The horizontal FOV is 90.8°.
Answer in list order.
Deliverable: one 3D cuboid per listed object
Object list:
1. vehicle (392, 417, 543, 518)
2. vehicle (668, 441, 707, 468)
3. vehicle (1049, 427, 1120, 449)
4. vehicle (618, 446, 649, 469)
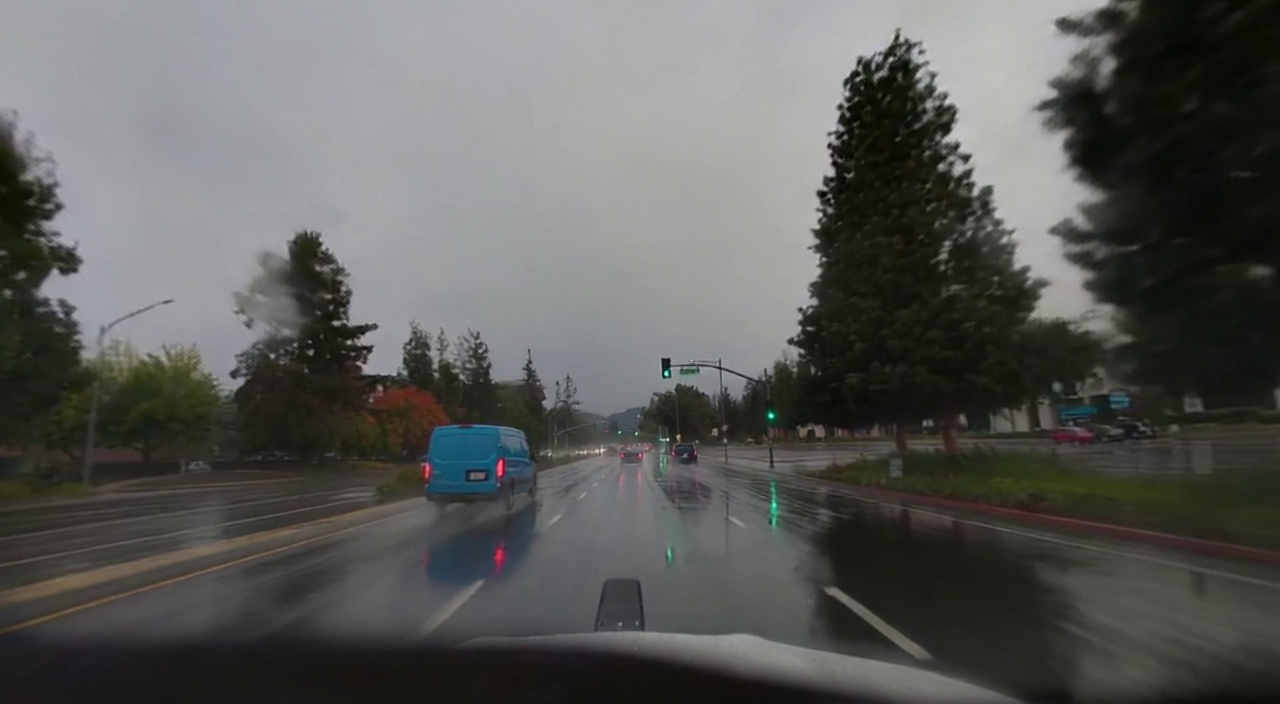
[{"bbox_3d":[-3.586,2.522,14.218,2.075,1.863,4.744,0,-9,0],"label":"vehicle"},{"bbox_3d":[3.197,6.987,43.151,2.181,1.781,4.257,0,-9,-2],"label":"vehicle"},{"bbox_3d":[34.143,6.645,48.607,3.874,1.412,1.851,-4,-9,5],"label":"vehicle"},{"bbox_3d":[-0.508,7.178,43.206,2.039,1.455,3.826,0,-9,-2],"label":"vehicle"}]
